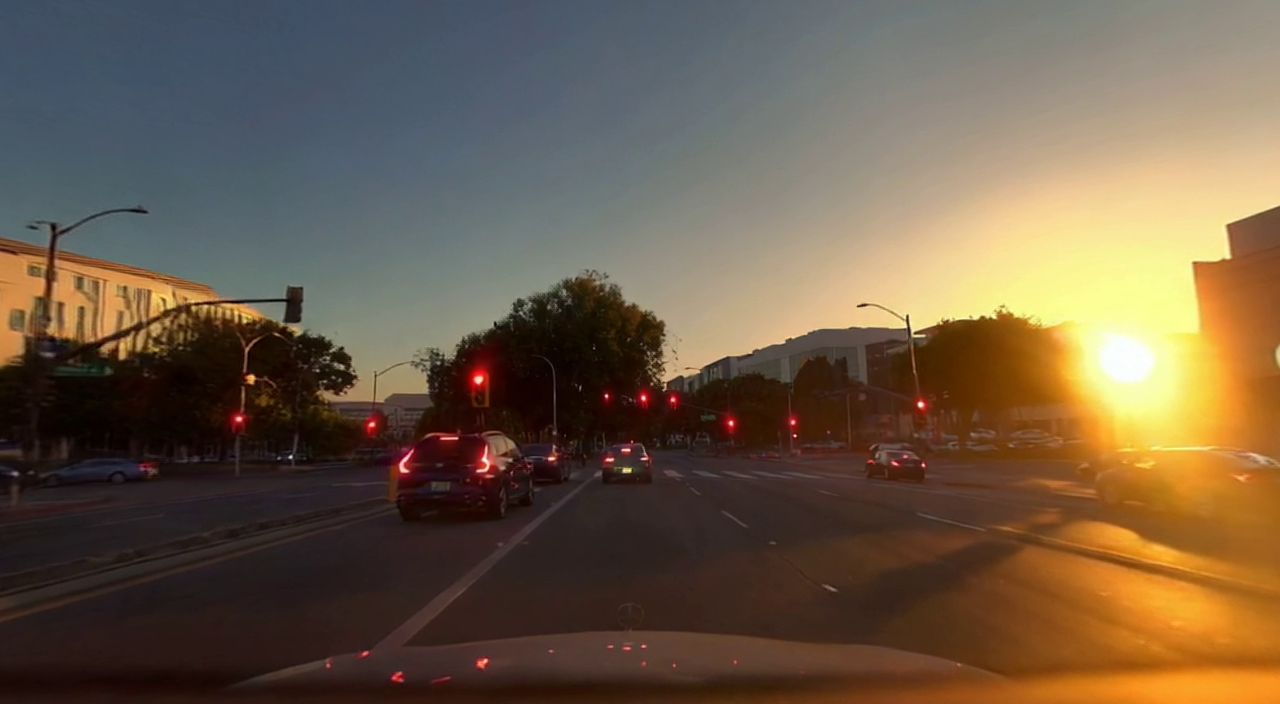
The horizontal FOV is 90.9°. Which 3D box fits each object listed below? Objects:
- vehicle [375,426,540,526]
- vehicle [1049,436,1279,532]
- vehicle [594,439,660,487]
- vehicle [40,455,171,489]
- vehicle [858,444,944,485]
[{"bbox_3d":[-3.497,2.465,13.133,2.057,1.678,4.639,0,-8,0],"label":"vehicle"},{"bbox_3d":[10.251,2.376,12.030,1.936,1.474,4.331,0,-8,0],"label":"vehicle"},{"bbox_3d":[-0.457,3.801,21.918,2.059,1.477,3.988,0,-8,-1],"label":"vehicle"},{"bbox_3d":[-26.724,5.981,31.744,4.687,1.482,1.914,5,-10,-30],"label":"vehicle"},{"bbox_3d":[10.970,4.720,26.798,1.935,1.435,4.141,3,-8,1],"label":"vehicle"}]
